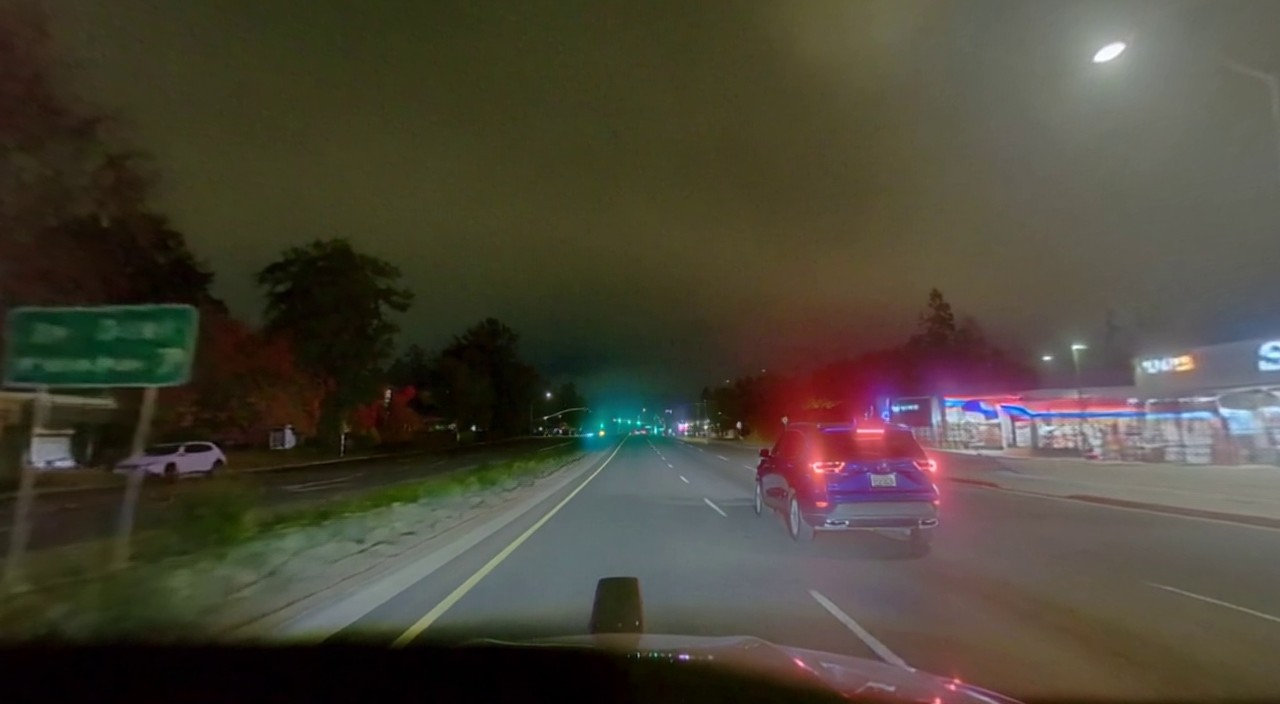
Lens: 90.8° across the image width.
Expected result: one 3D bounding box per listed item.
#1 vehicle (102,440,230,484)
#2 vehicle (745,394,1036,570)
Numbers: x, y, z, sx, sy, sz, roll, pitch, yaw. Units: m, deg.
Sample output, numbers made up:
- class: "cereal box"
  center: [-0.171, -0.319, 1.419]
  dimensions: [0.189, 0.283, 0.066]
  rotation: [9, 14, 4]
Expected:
- class: "vehicle"
  center: [-19.378, 4.487, 26.142]
  dimensions: [1.988, 1.634, 4.301]
  rotation: [0, -9, -1]
- class: "vehicle"
  center: [2.951, 1.674, 8.832]
  dimensions: [2.130, 1.790, 4.615]
  rotation: [0, -9, -1]
